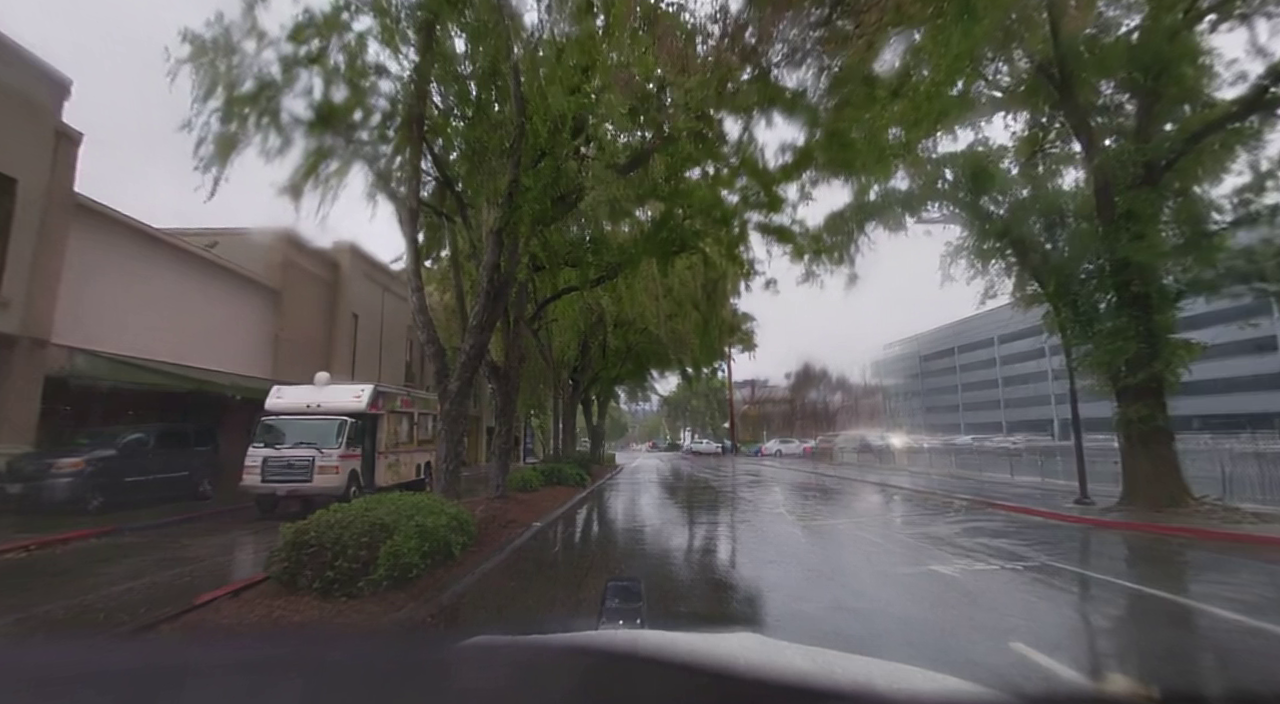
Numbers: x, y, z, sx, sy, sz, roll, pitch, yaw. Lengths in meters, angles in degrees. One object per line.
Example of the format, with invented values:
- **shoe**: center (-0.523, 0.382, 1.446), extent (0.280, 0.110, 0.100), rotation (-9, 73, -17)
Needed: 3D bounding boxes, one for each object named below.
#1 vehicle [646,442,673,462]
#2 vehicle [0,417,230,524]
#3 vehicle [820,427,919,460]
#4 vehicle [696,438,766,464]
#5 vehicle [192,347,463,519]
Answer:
- **vehicle**: center (1.473, 7.714, 48.980), extent (2.046, 1.445, 4.001), rotation (0, -8, 0)
- **vehicle**: center (-10.972, 2.292, 12.806), extent (1.944, 1.742, 4.657), rotation (-1, -8, 4)
- **vehicle**: center (14.875, 5.967, 41.202), extent (5.540, 2.045, 2.259), rotation (0, -8, 0)
- **vehicle**: center (6.434, 6.959, 44.396), extent (4.626, 1.723, 1.939), rotation (5, -10, -31)
- **vehicle**: center (-6.875, 2.036, 15.492), extent (2.968, 3.222, 7.036), rotation (-1, -9, 0)
